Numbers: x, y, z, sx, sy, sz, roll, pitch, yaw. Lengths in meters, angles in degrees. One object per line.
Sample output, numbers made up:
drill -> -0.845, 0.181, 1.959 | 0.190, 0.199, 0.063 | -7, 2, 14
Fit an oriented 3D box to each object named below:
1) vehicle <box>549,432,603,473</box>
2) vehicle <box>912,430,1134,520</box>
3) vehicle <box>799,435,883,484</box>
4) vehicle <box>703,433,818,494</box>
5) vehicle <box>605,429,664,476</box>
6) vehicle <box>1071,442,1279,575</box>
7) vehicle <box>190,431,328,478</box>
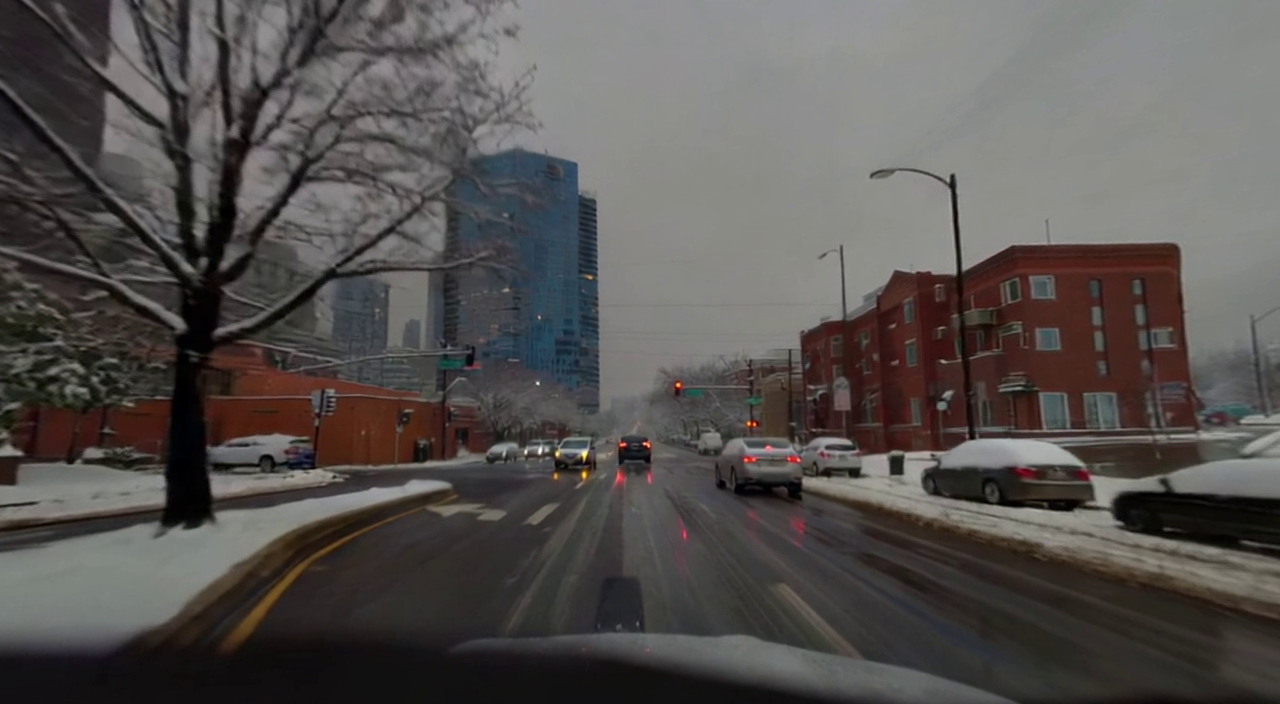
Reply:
vehicle -> -2.929, 4.720, 29.870 | 2.297, 1.812, 4.244 | 0, -8, -3
vehicle -> 8.116, 2.572, 14.060 | 1.963, 1.649, 4.562 | 0, -7, -2
vehicle -> 8.074, 4.306, 25.846 | 1.959, 1.719, 4.538 | 1, -7, 0
vehicle -> 3.269, 3.155, 18.324 | 2.238, 1.499, 4.964 | 0, -8, -2
vehicle -> -0.218, 4.305, 27.284 | 2.329, 1.842, 4.537 | 0, -8, 0
vehicle -> 8.207, 1.889, 7.980 | 2.054, 1.455, 4.786 | 0, -8, -1
vehicle -> -23.502, 6.325, 39.206 | 6.679, 2.794, 2.850 | 0, -9, 1
